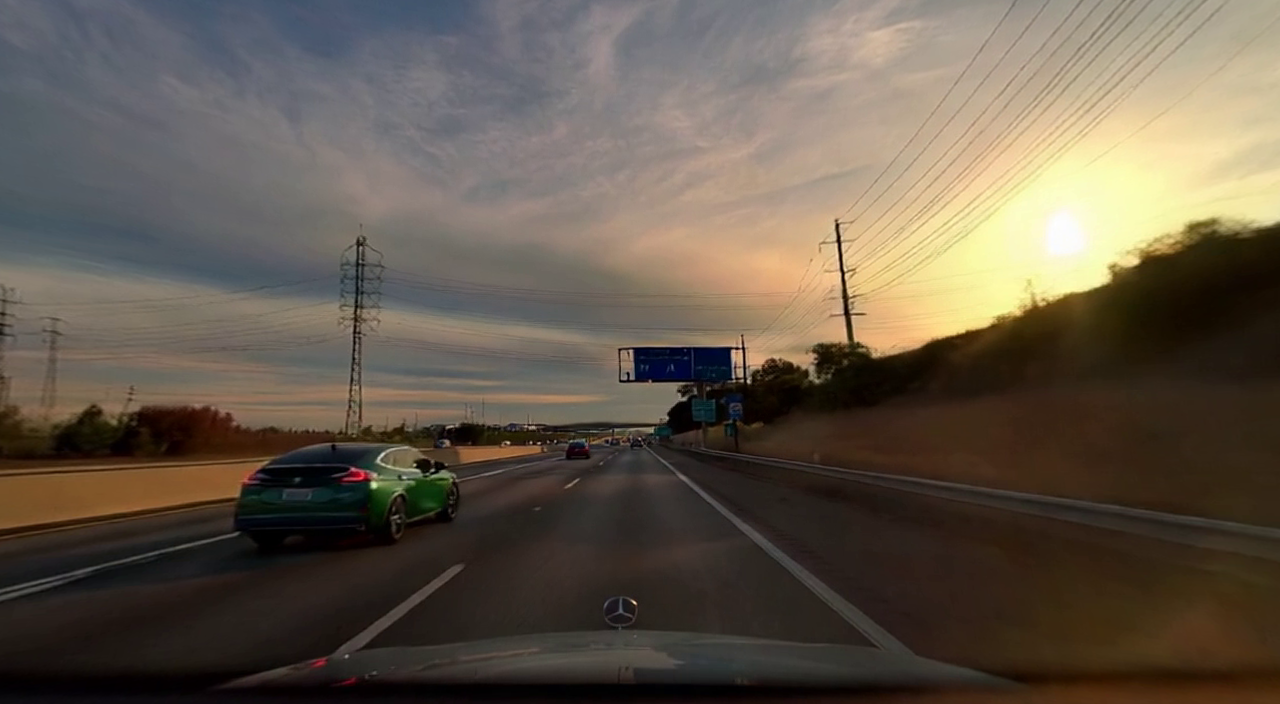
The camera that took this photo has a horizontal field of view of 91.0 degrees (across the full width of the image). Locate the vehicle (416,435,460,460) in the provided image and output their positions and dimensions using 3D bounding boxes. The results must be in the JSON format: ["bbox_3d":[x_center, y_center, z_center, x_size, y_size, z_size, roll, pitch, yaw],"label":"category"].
[{"bbox_3d":[-15.119,7.147,47.419,1.828,1.770,4.609,0,-8,-1],"label":"vehicle"}]
